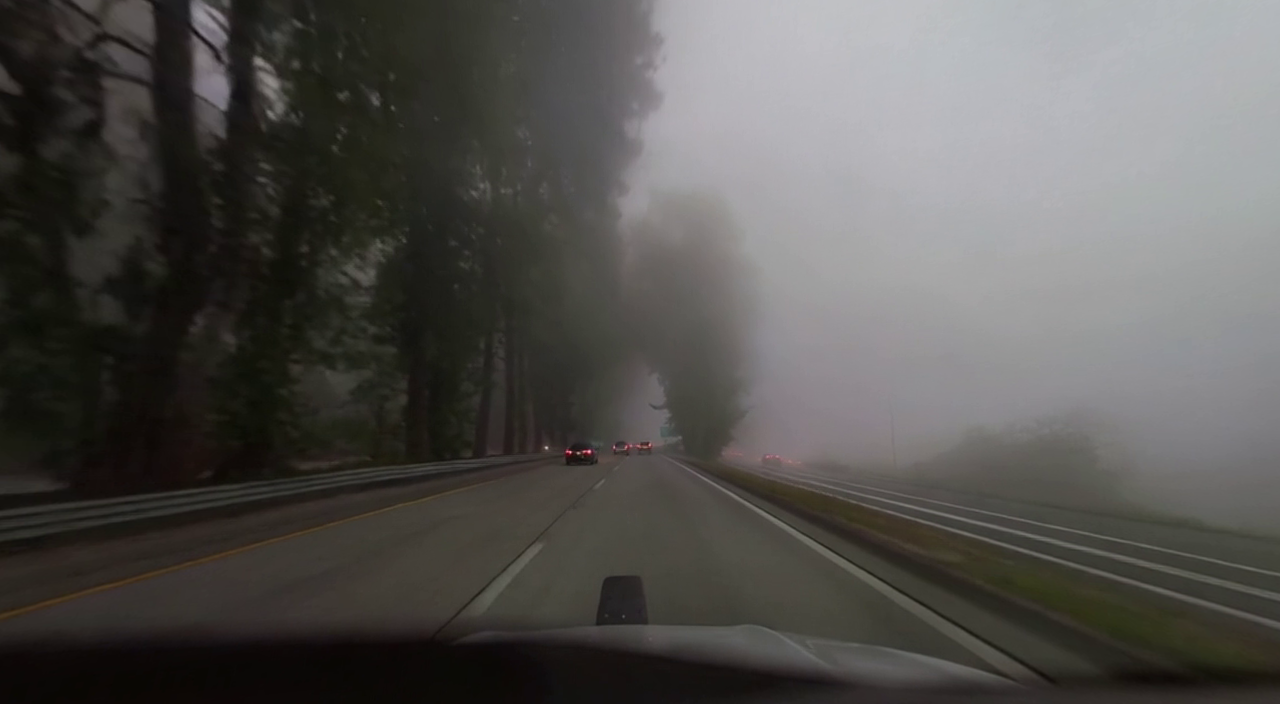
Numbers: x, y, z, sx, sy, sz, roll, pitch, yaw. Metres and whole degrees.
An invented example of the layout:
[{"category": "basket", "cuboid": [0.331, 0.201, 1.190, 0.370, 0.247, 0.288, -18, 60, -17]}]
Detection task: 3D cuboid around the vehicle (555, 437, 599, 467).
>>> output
[{"category": "vehicle", "cuboid": [-3.382, 5.475, 34.676, 2.025, 1.571, 3.662, 0, -9, 0]}]
